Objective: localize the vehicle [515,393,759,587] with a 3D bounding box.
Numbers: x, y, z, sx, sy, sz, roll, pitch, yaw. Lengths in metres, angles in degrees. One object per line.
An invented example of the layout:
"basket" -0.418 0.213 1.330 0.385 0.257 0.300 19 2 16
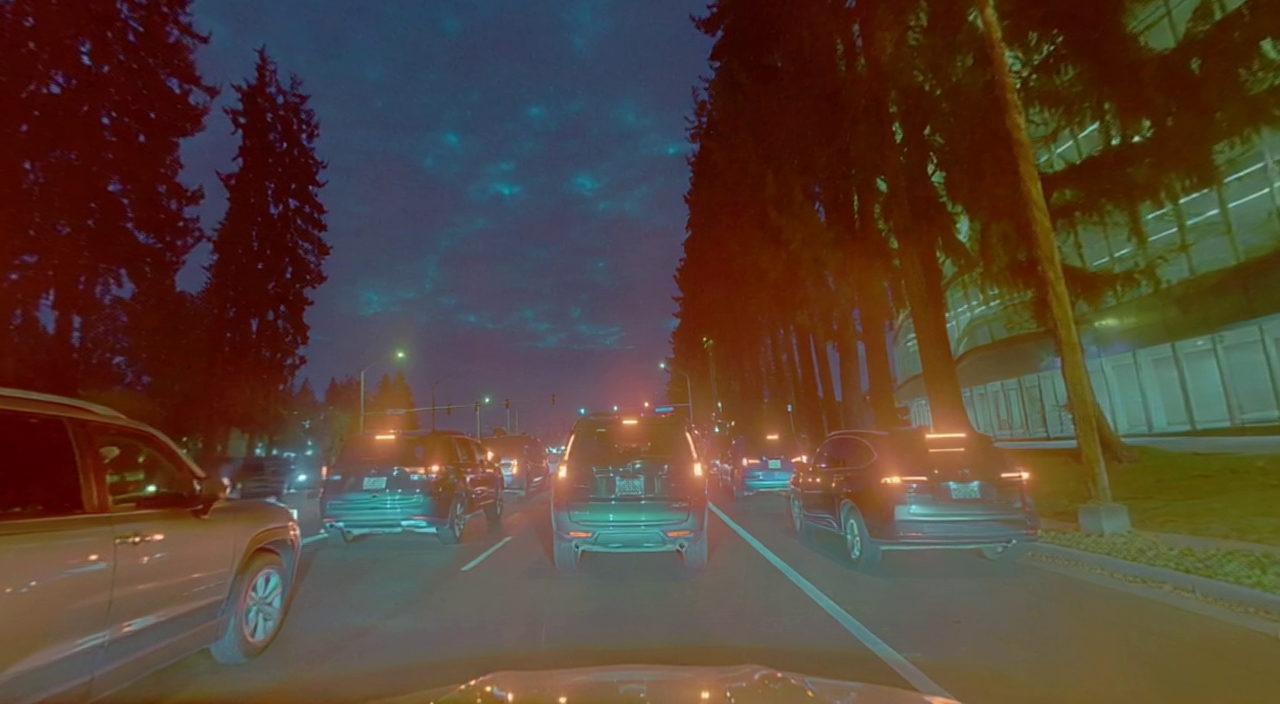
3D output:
"vehicle" -0.009 1.549 7.797 2.193 1.744 4.033 0 -8 1

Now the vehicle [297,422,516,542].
"vehicle" -3.657 2.112 10.917 2.042 1.641 4.314 0 -8 1

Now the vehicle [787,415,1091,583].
"vehicle" 3.275 1.670 7.872 1.922 1.579 3.642 0 -8 -1

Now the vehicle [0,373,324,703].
"vehicle" -3.776 0.995 3.295 1.929 1.641 4.193 0 -8 2
